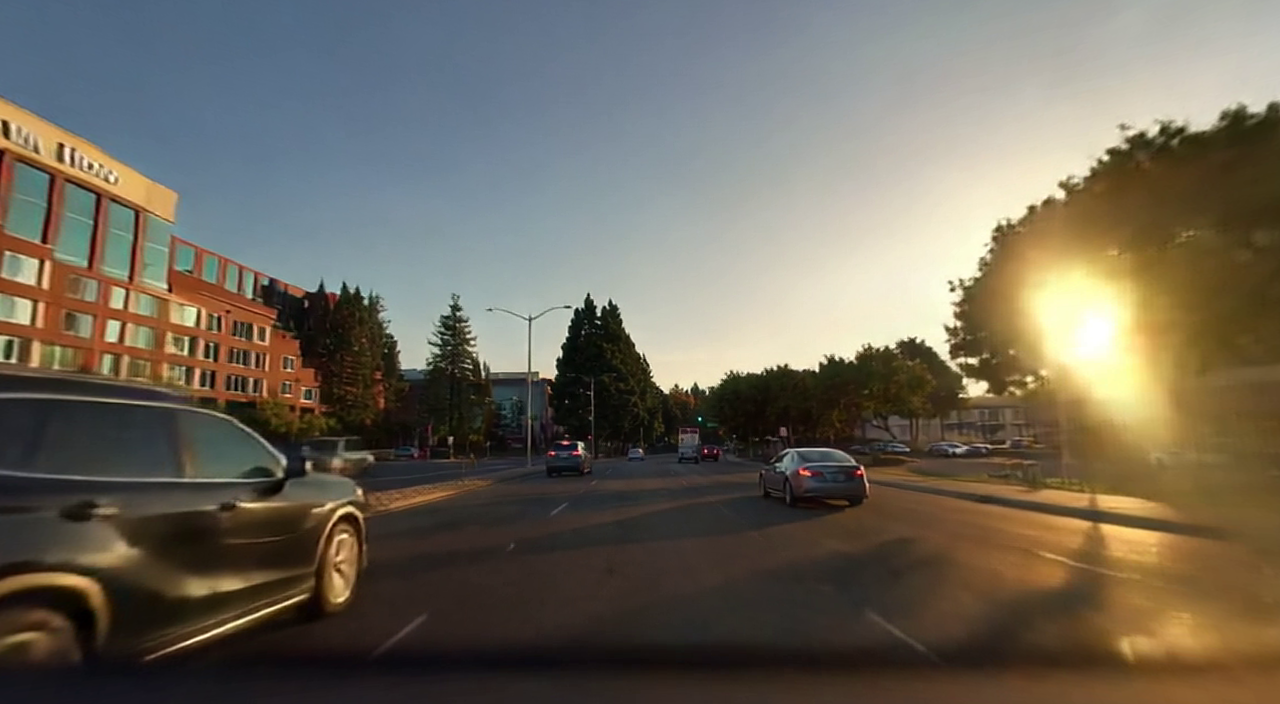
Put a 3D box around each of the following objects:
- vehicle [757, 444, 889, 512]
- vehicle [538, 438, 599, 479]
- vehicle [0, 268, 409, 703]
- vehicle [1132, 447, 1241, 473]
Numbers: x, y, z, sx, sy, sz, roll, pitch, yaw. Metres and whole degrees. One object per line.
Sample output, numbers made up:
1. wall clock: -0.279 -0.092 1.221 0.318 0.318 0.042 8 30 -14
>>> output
1. vehicle: 4.451 3.126 16.197 1.960 1.471 4.378 0 -9 -2
2. vehicle: -3.351 5.100 30.527 2.305 1.833 4.912 0 -9 1
3. vehicle: -3.294 0.809 2.907 2.450 1.866 5.416 0 -9 -1
4. vehicle: 31.143 6.159 36.111 4.274 1.448 2.050 0 -9 0
